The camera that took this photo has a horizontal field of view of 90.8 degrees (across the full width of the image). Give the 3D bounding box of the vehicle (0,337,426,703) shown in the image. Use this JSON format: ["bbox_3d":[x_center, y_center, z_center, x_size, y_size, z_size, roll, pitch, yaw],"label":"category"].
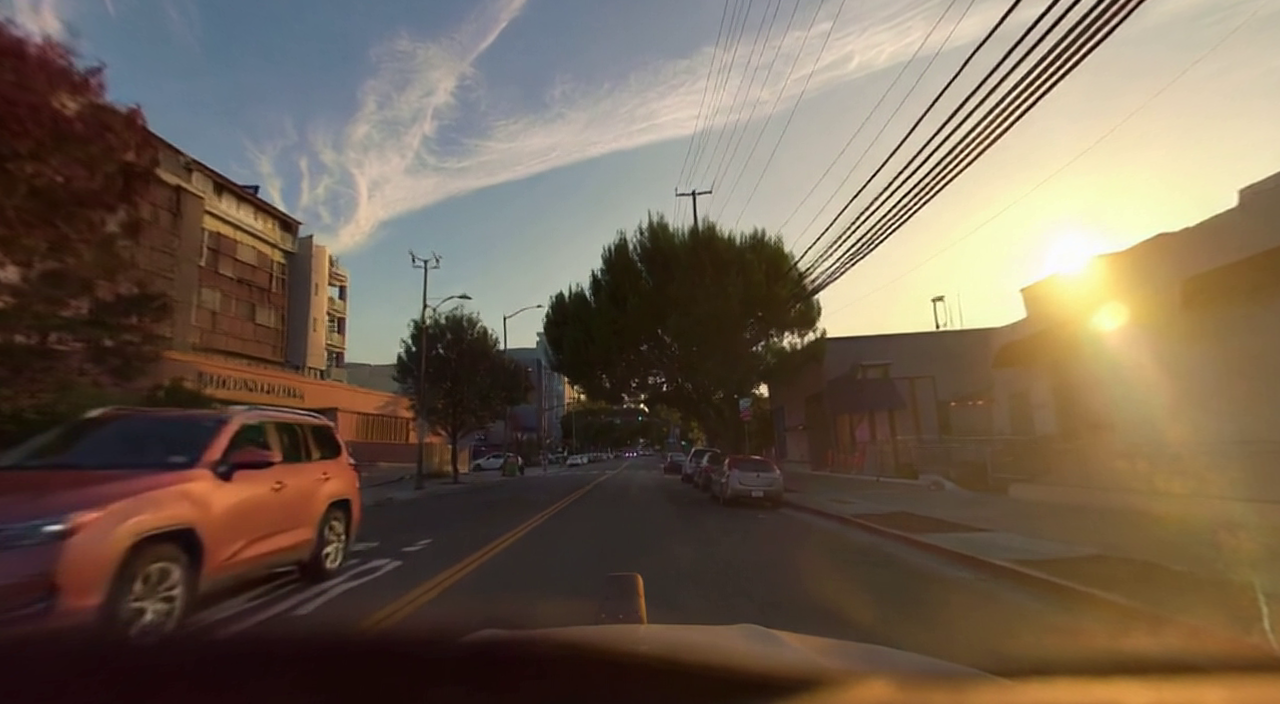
[{"bbox_3d":[-4.048,1.242,5.721,2.495,1.966,4.846,0,-8,0],"label":"vehicle"}]

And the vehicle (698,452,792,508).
[{"bbox_3d":[2.909,3.632,18.370,1.877,1.373,3.854,0,-8,-3],"label":"vehicle"}]
